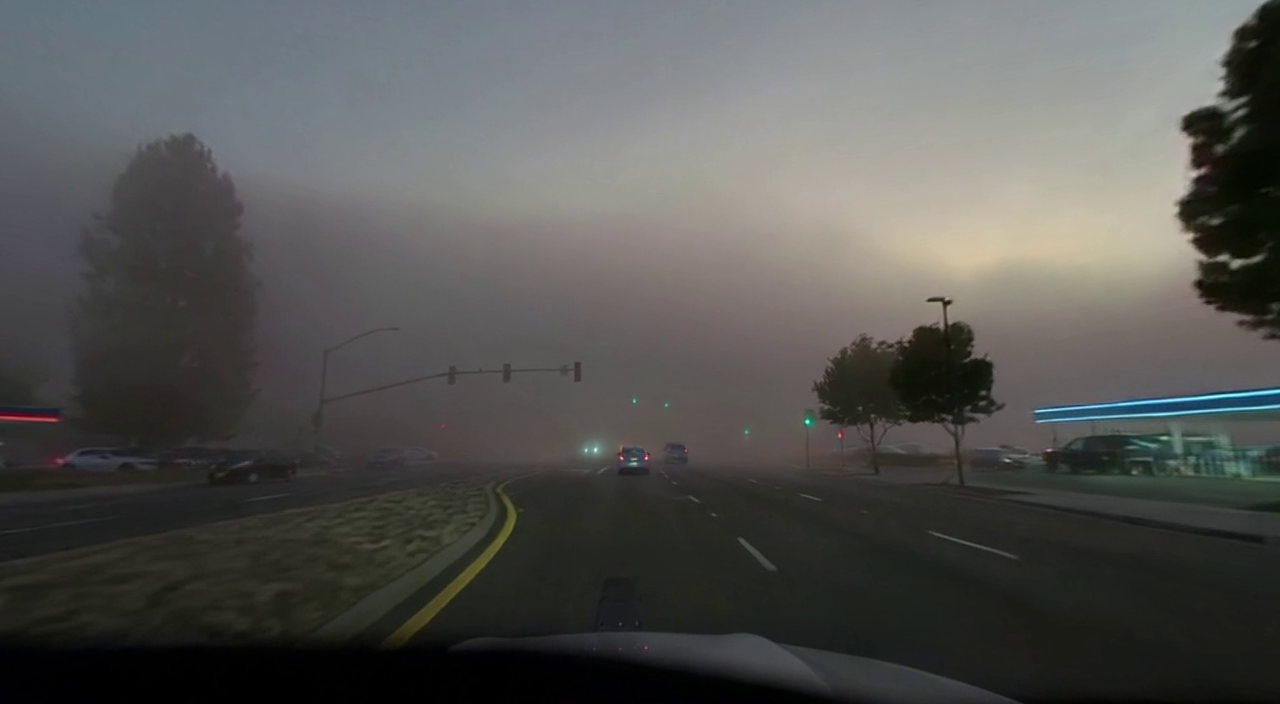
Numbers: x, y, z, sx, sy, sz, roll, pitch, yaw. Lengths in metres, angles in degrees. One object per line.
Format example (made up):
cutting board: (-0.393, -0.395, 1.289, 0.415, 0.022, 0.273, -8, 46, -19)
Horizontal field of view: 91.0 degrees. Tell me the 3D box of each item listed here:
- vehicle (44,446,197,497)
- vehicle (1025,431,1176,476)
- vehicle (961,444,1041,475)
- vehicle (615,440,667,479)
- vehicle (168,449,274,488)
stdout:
vehicle: (-19.103, 4.407, 23.469, 1.967, 1.680, 4.396, -1, -9, -1)
vehicle: (20.515, 4.584, 28.542, 2.254, 1.804, 5.953, 0, -9, -1)
vehicle: (20.308, 6.072, 35.666, 1.950, 1.519, 4.860, -3, -9, 5)
vehicle: (0.013, 4.768, 28.125, 2.145, 1.572, 4.021, 1, -9, -1)
vehicle: (-19.115, 5.293, 28.993, 1.920, 1.638, 4.299, 1, -9, 0)
